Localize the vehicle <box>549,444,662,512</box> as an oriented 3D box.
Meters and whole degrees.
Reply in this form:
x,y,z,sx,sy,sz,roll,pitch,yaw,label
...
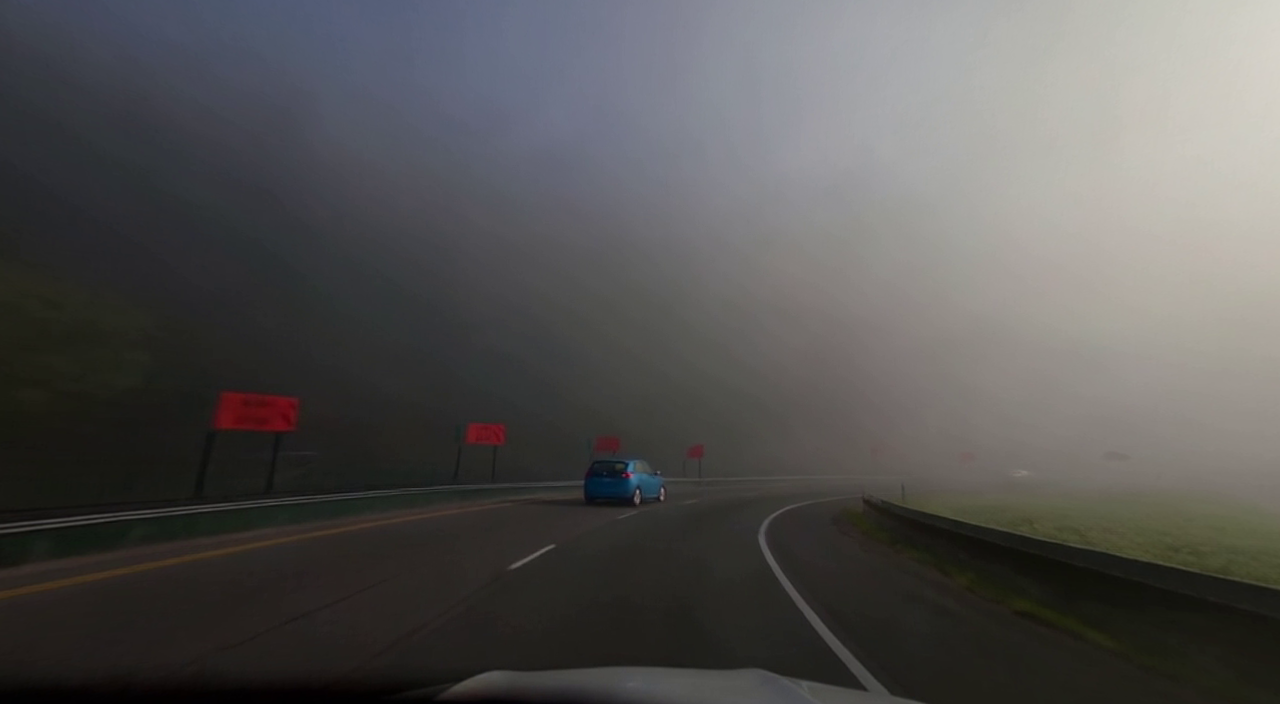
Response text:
x,y,z,sx,sy,sz,roll,pitch,yaw,label
-0.841,3.653,18.533,1.997,1.692,4.422,-2,-11,15,vehicle

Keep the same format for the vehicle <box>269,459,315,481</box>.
x,y,z,sx,sy,sz,roll,pitch,yaw,label
-24.028,8.159,43.641,1.758,1.470,3.823,3,-11,-13,vehicle
